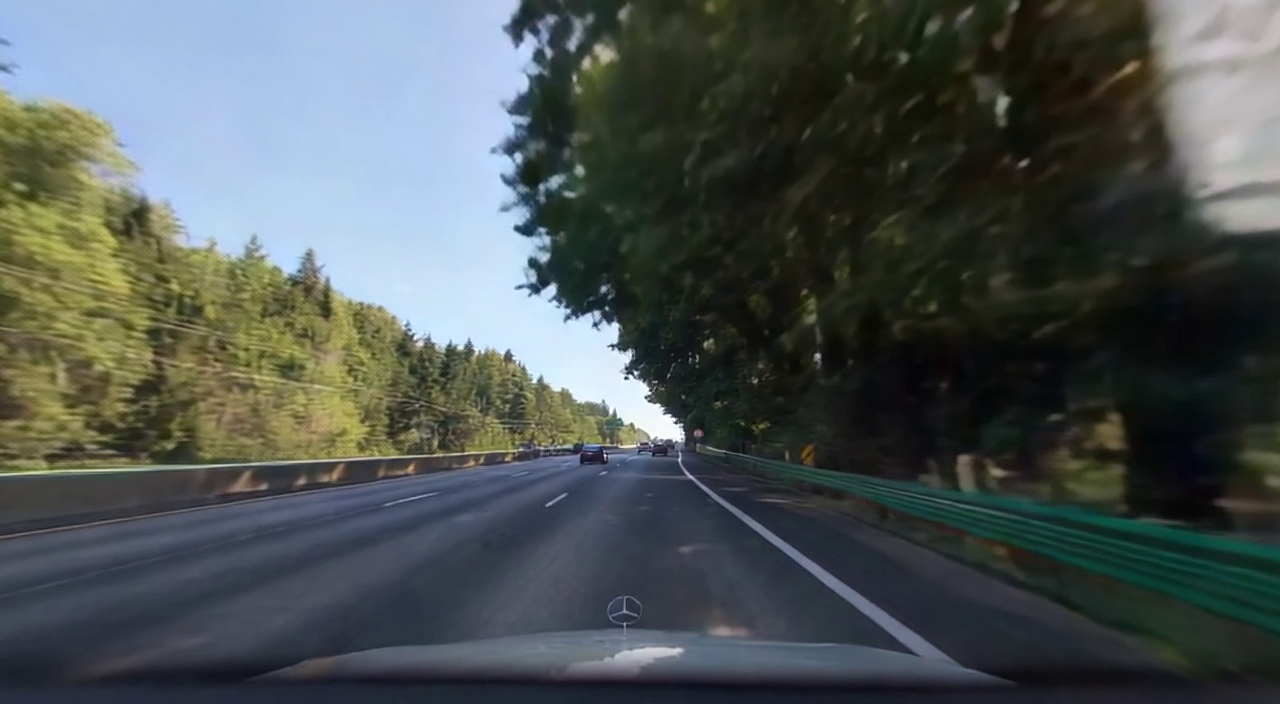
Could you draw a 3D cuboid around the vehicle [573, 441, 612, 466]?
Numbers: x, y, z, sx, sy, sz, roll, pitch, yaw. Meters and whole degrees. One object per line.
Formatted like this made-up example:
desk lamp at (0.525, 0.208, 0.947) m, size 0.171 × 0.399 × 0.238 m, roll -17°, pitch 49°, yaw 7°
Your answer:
vehicle at (-2.939, 6.388, 39.828) m, size 2.021 × 1.515 × 4.453 m, roll 0°, pitch -8°, yaw 2°
